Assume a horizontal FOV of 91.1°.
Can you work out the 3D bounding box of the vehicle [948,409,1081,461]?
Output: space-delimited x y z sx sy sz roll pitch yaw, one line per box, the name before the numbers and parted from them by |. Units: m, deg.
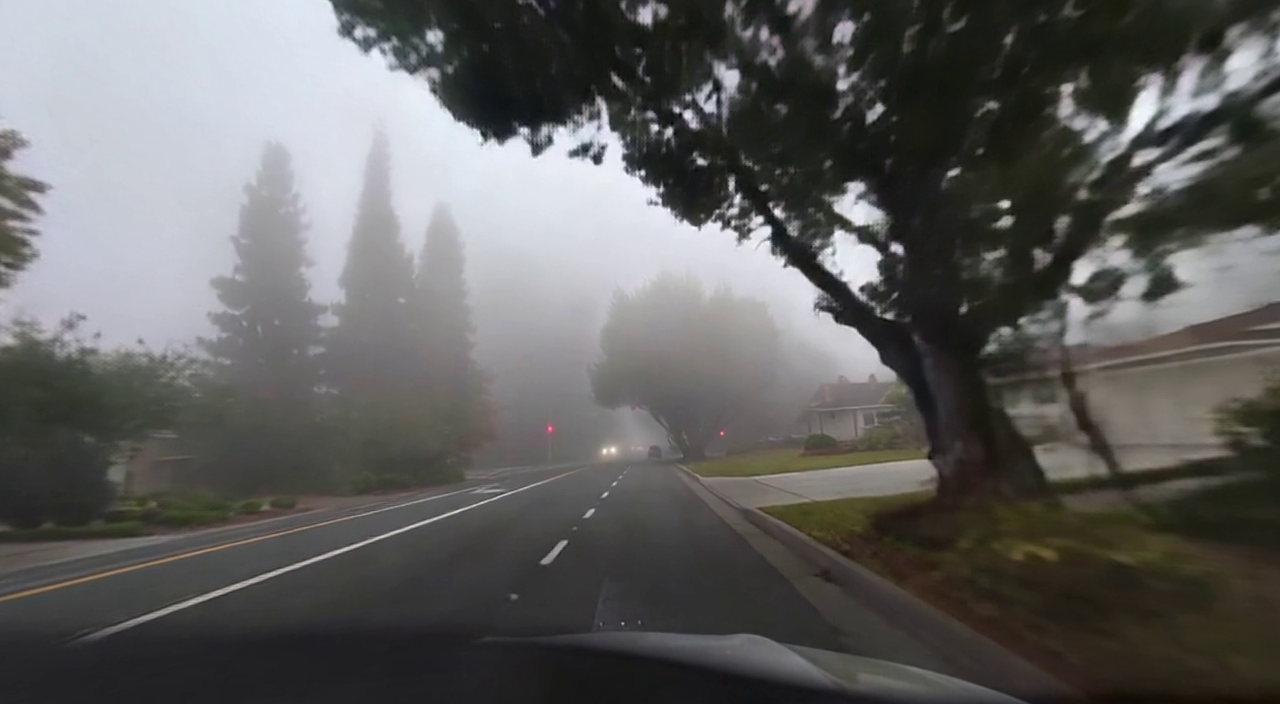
vehicle | 14.417 3.215 24.314 3.917 1.454 1.725 -7 -8 0
